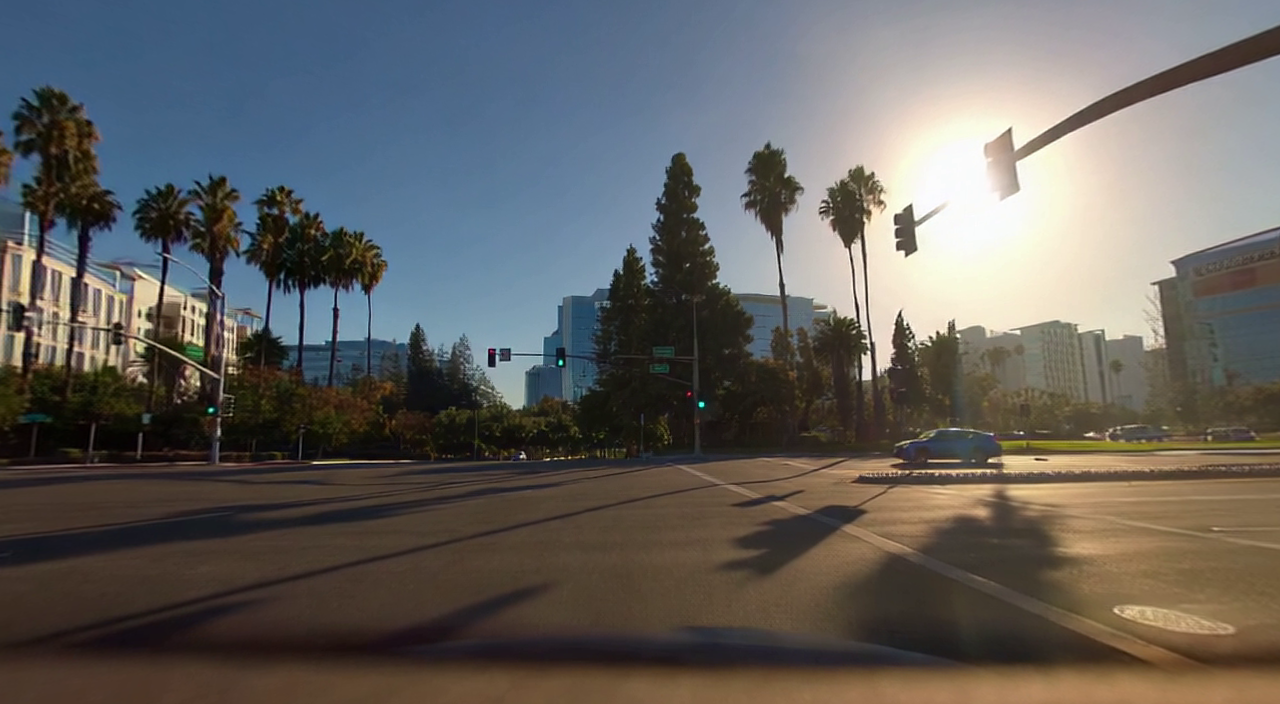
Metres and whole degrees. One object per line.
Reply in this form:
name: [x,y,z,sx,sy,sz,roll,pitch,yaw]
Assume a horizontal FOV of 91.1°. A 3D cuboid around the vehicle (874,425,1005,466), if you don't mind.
vehicle: [13.379,4.214,28.280,4.820,1.751,2.050,0,-8,-2]
